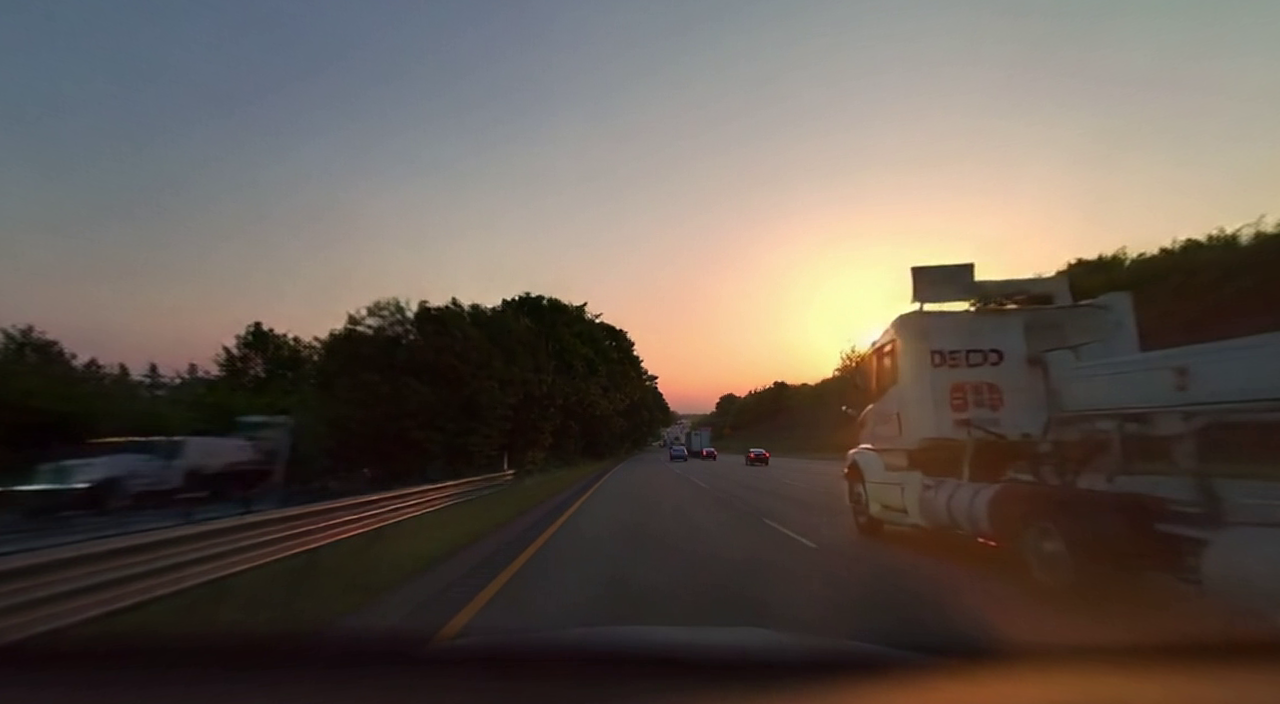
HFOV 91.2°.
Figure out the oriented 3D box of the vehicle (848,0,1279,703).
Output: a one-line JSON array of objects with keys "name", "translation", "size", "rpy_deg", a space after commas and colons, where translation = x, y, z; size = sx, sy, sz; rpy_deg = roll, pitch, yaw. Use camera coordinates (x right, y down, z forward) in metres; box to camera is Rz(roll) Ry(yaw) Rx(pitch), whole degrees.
[{"name": "vehicle", "translation": [4.004, -0.293, 1.858], "size": [3.015, 3.877, 10.370], "rpy_deg": [0, -9, -1]}]
